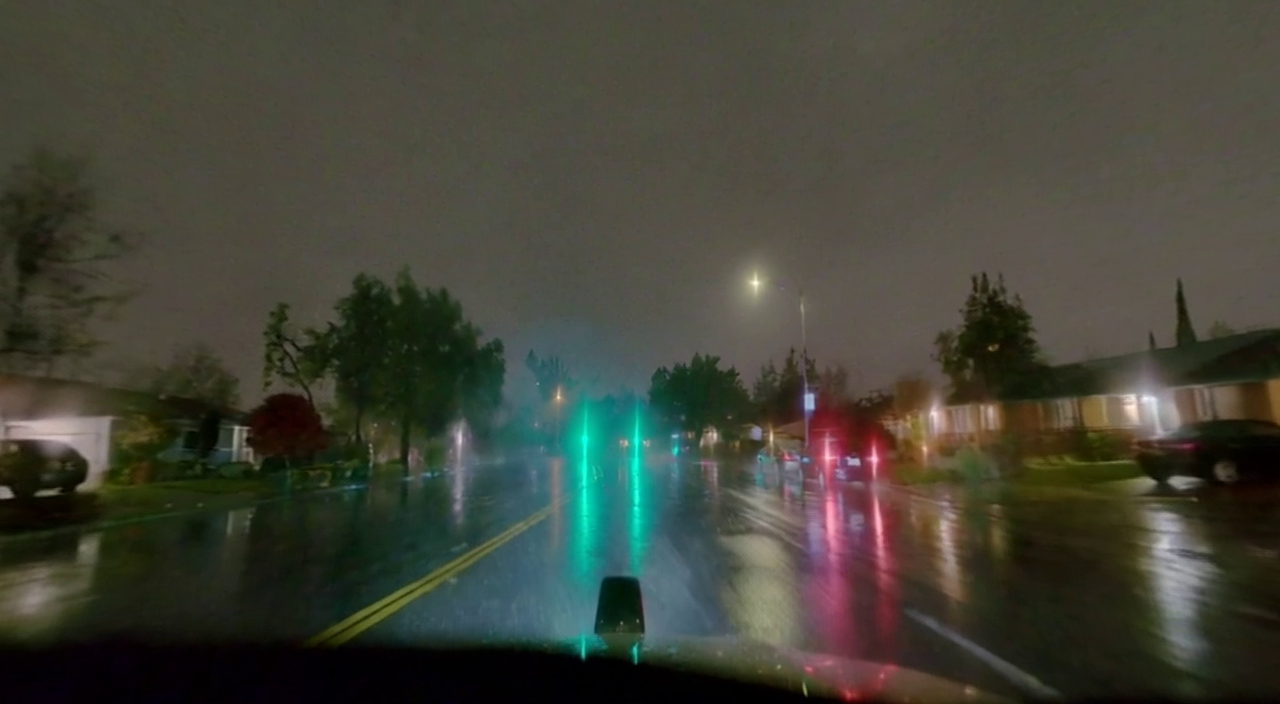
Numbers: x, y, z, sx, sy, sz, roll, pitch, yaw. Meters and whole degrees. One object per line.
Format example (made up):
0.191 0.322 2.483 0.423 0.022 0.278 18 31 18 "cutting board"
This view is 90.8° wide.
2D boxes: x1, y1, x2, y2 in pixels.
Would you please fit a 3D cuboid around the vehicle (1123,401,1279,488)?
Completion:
15.231 2.203 15.678 4.513 1.818 2.159 -5 -8 0 "vehicle"

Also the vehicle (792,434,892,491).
6.760 3.741 21.763 1.996 1.745 4.556 -1 -8 1 "vehicle"

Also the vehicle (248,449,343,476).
-20.127 6.441 37.085 4.367 1.466 1.980 0 -8 -3 "vehicle"

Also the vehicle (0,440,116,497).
-21.171 3.823 20.857 5.659 1.769 2.073 0 -8 -3 "vehicle"

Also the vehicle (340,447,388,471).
-18.770 7.290 43.140 1.998 1.492 4.660 1 -8 -11 "vehicle"
